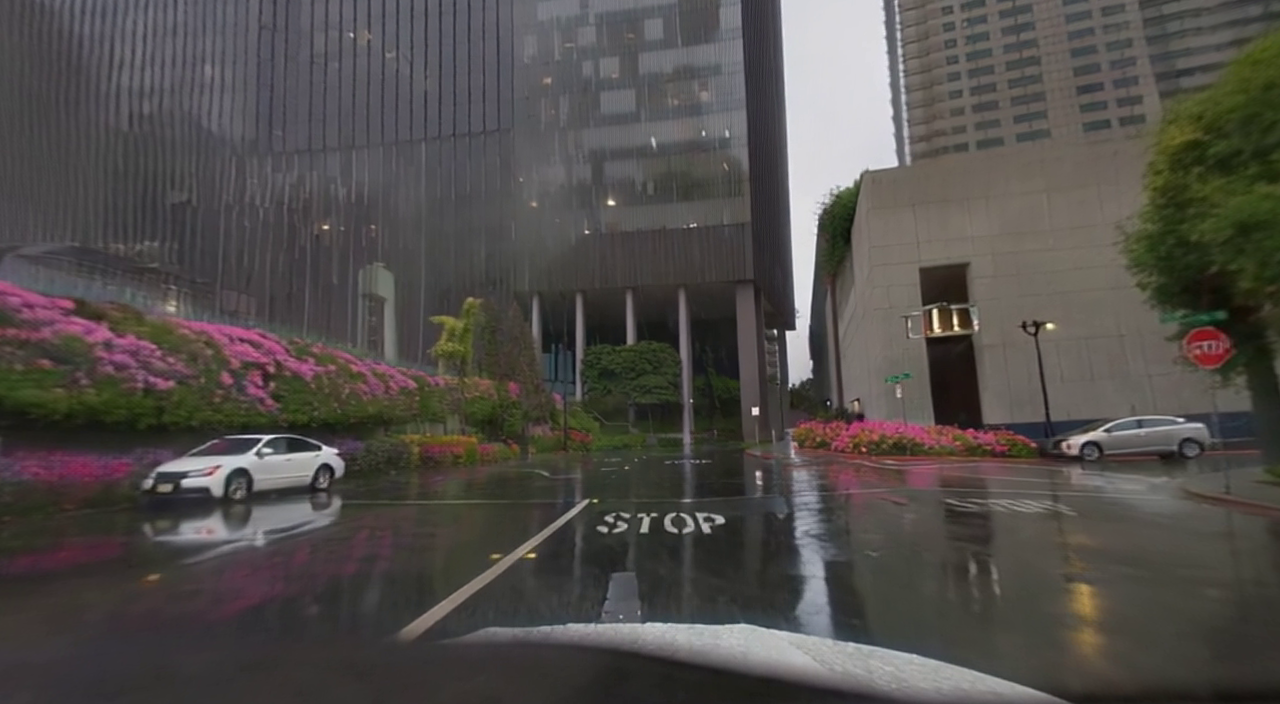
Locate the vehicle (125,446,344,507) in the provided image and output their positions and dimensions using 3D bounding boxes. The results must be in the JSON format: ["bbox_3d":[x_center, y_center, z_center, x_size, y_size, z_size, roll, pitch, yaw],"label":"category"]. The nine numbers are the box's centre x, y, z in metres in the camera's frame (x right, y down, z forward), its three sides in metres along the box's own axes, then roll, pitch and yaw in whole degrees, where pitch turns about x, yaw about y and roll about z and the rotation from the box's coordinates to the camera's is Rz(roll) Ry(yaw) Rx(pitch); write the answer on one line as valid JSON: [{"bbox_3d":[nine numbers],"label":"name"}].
[{"bbox_3d":[-10.880,3.311,17.350,4.694,1.447,2.137,5,-10,-30],"label":"vehicle"}]
